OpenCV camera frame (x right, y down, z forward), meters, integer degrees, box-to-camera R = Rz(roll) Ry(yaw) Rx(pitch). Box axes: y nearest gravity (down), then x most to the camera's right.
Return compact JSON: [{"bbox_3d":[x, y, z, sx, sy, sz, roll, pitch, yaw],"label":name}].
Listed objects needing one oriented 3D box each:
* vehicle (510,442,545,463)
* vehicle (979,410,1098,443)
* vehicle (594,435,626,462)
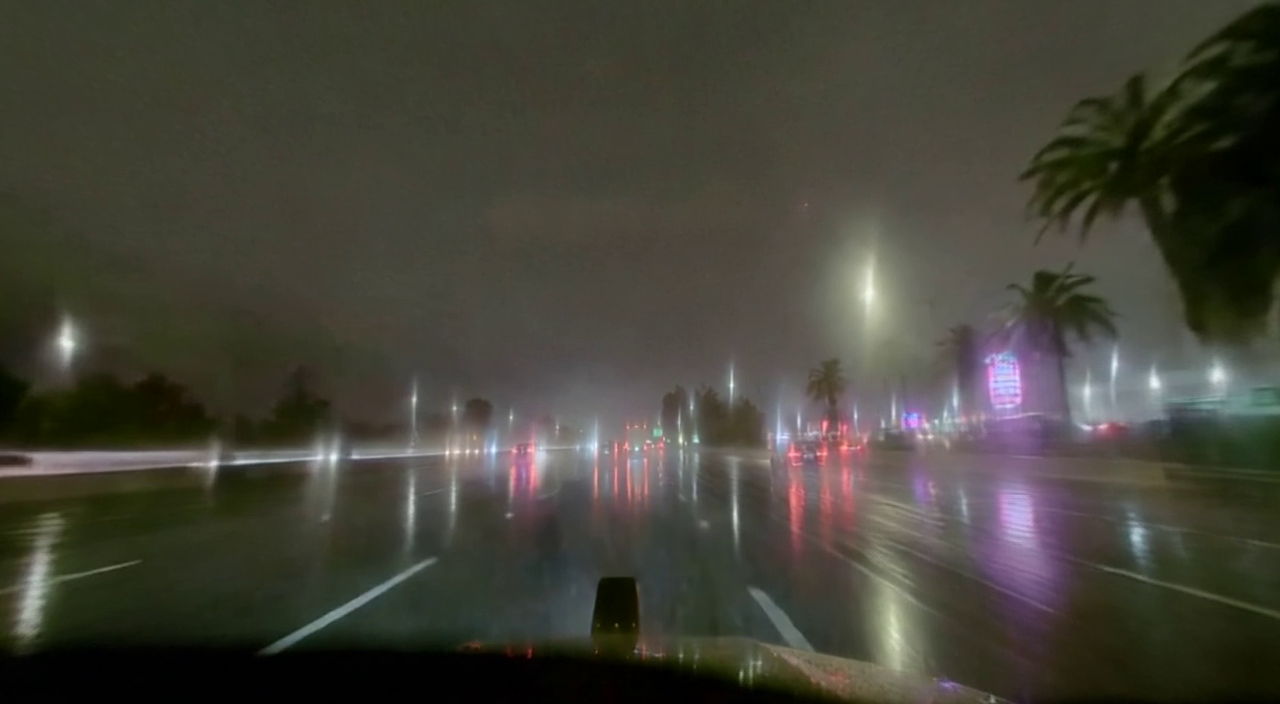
[{"bbox_3d":[-8.734,7.857,49.438,1.971,1.552,4.465,0,-9,0],"label":"vehicle"},{"bbox_3d":[23.131,4.367,36.822,5.484,1.783,2.076,0,-9,-1],"label":"vehicle"},{"bbox_3d":[-2.317,7.626,49.963,2.390,2.007,4.901,0,-9,-1],"label":"vehicle"}]
